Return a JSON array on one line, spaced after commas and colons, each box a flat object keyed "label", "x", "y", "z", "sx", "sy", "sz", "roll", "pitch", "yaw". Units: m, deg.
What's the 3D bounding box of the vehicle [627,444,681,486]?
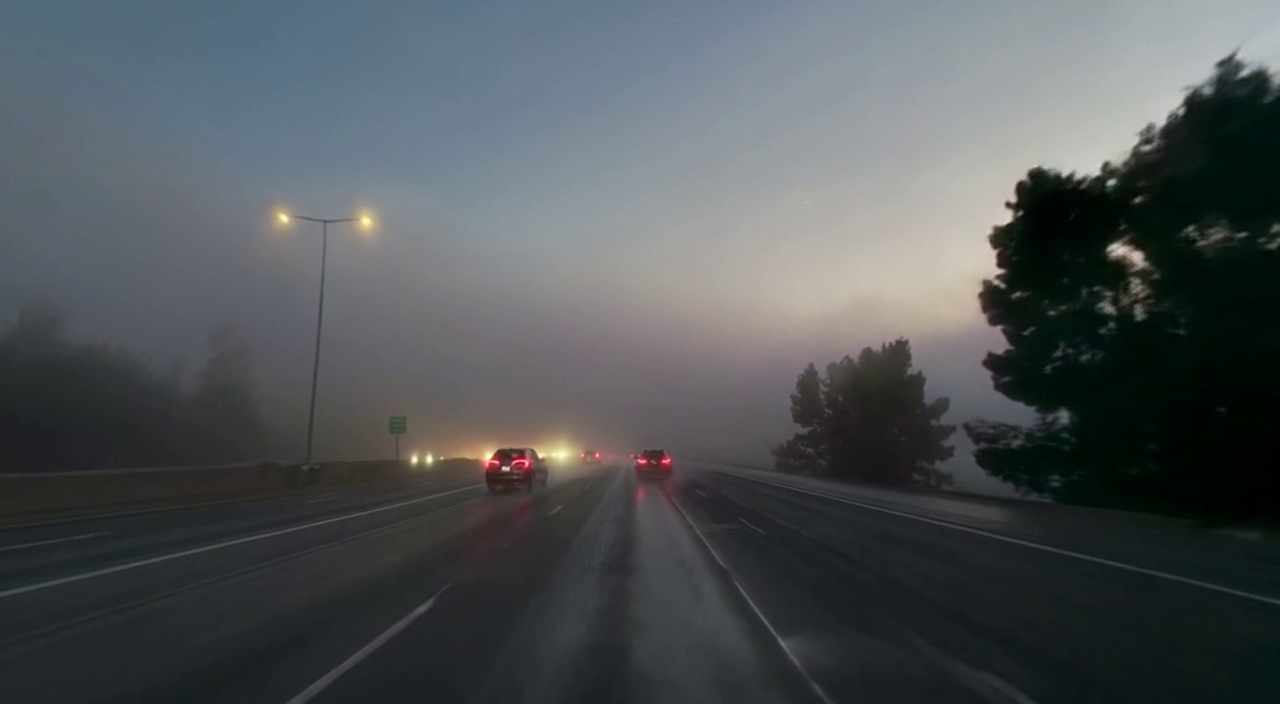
[{"label": "vehicle", "x": 0.518, "y": 4.566, "z": 25.656, "sx": 2.015, "sy": 1.526, "sz": 4.286, "roll": 0, "pitch": -9, "yaw": 0}]

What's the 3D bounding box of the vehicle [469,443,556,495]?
[{"label": "vehicle", "x": -4.059, "y": 3.801, "z": 20.743, "sx": 1.940, "sy": 1.502, "sz": 4.463, "roll": 0, "pitch": -9, "yaw": 0}]

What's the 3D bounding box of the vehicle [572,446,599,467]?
[{"label": "vehicle", "x": -4.232, "y": 8.193, "z": 49.157, "sx": 1.837, "sy": 1.530, "sz": 3.844, "roll": 0, "pitch": -9, "yaw": -1}]
